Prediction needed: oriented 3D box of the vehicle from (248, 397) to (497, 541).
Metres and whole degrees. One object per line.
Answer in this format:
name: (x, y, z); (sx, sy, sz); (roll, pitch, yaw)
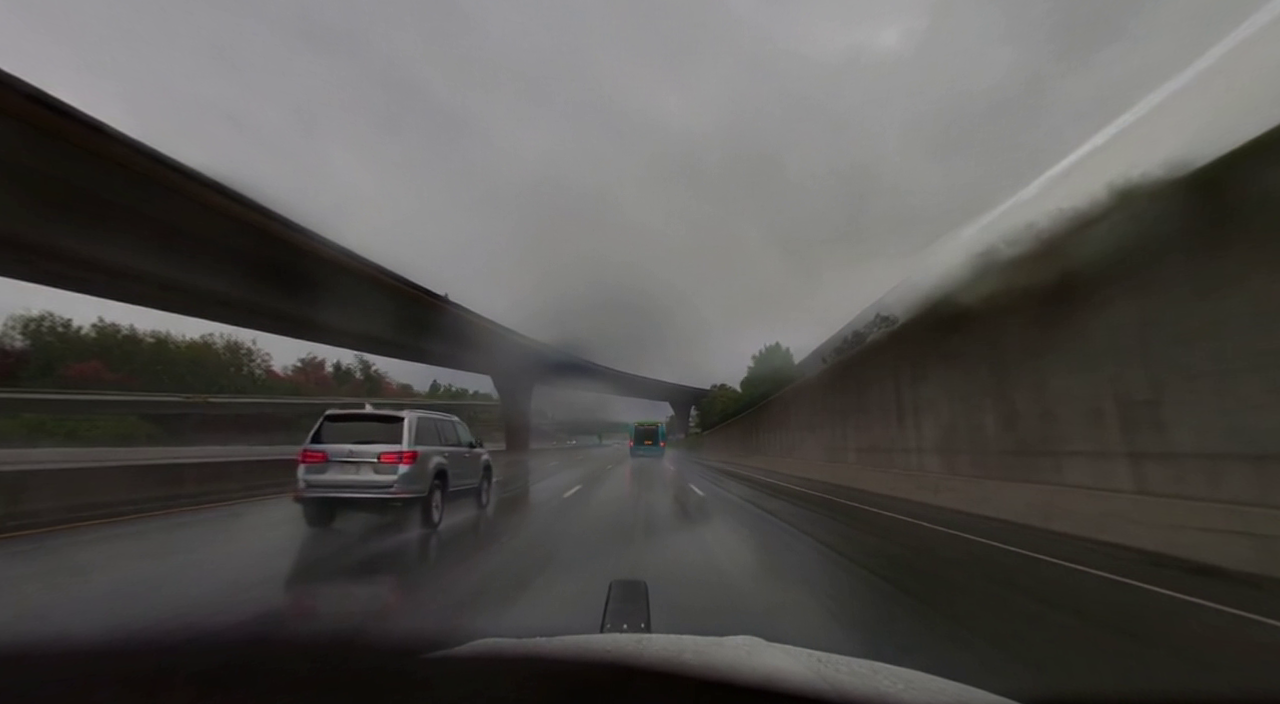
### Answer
vehicle: (-4.163, 1.928, 10.968); (2.147, 1.918, 4.834); (0, -8, 0)

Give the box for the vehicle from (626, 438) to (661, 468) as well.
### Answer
vehicle: (0.210, 6.291, 39.362); (2.052, 1.711, 4.223); (0, -8, 0)
